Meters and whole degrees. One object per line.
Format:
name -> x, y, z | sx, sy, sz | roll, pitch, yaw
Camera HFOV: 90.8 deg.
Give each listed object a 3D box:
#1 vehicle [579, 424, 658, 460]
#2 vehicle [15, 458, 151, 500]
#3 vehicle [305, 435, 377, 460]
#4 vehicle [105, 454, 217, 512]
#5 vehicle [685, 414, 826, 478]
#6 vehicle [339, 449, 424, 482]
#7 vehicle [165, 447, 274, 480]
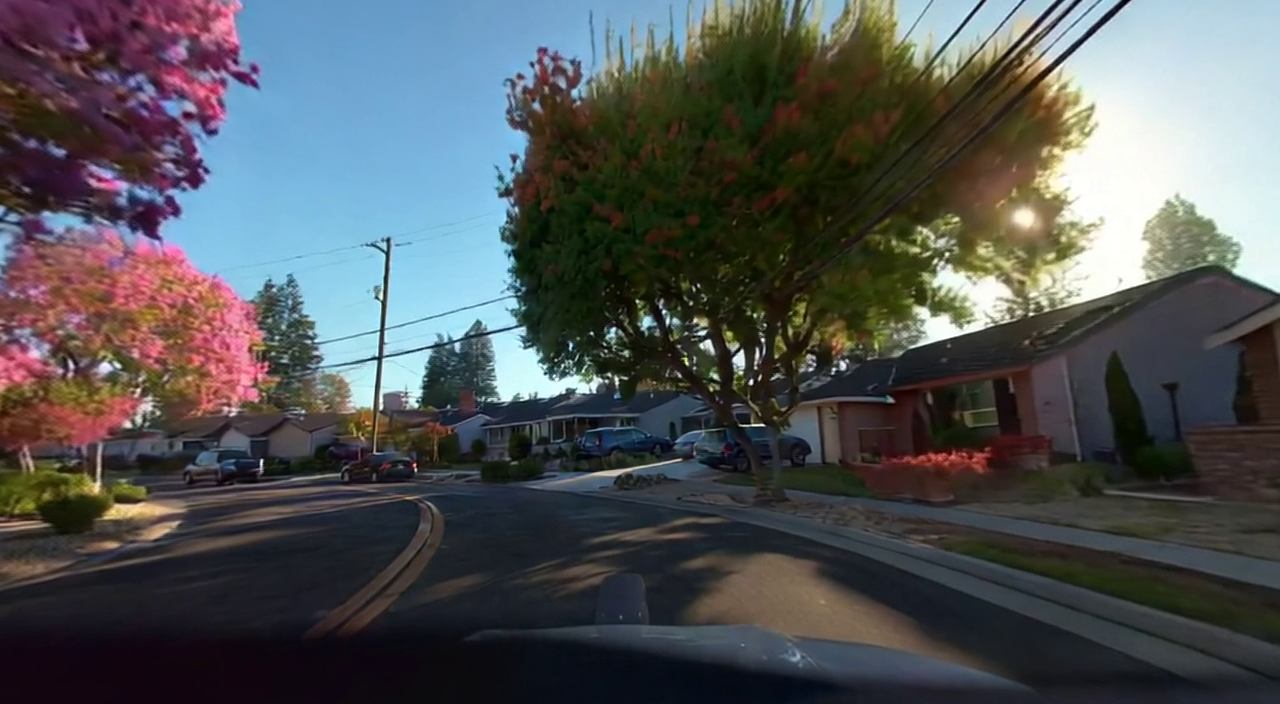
vehicle -> -1.107, 5.008, 35.085 | 2.043, 1.819, 4.476 | -6, -11, 36
vehicle -> -21.985, 5.006, 24.973 | 4.348, 1.440, 2.040 | -5, -9, 19
vehicle -> -22.719, 7.275, 48.011 | 4.707, 1.800, 1.962 | 5, -10, -29
vehicle -> -16.039, 4.288, 21.105 | 3.897, 1.493, 1.942 | -5, -7, 37
vehicle -> 4.095, 3.279, 22.367 | 4.459, 1.738, 1.930 | -2, -7, -25
vehicle -> -12.754, 5.540, 31.096 | 4.019, 1.484, 1.978 | -6, -11, 36
vehicle -> -23.845, 6.318, 35.884 | 5.026, 1.774, 2.016 | -2, -9, 11
